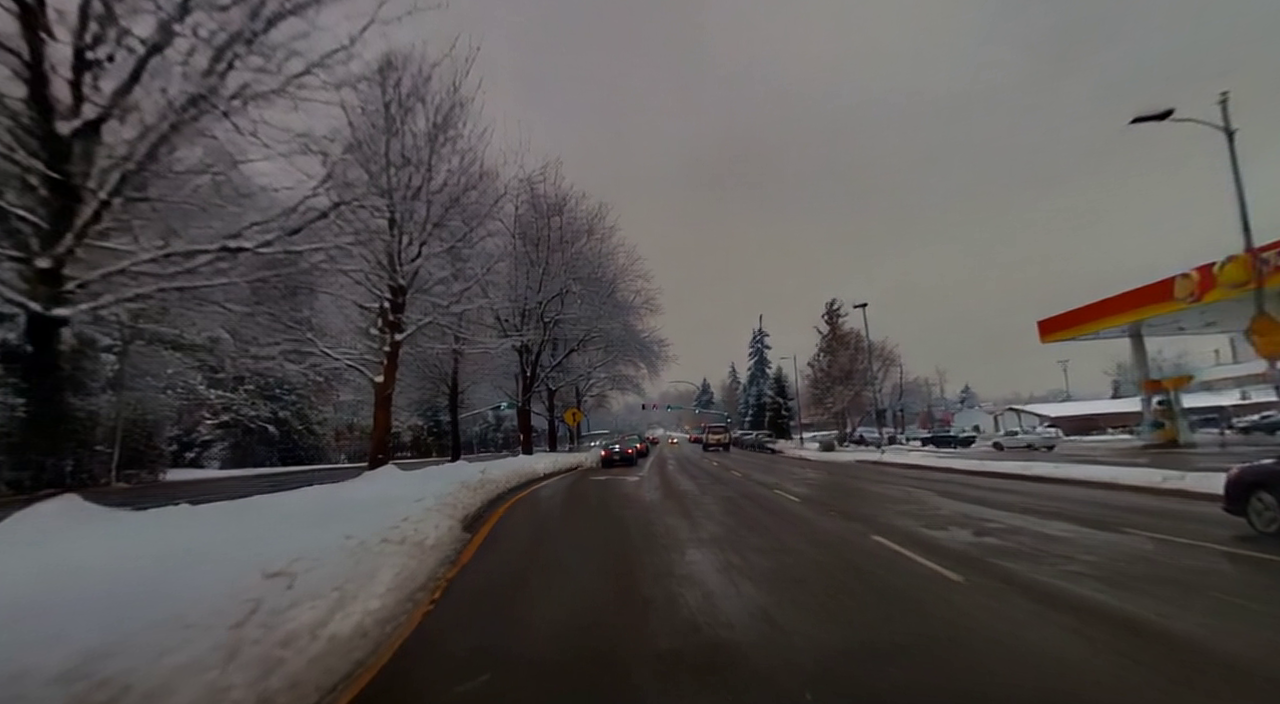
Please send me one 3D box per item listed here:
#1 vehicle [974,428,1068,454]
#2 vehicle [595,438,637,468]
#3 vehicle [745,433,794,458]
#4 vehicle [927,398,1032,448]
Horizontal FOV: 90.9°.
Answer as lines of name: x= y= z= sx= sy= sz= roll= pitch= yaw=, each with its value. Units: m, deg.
vehicle: x=22.856 y=5.412 z=38.002 sx=1.784 sy=1.472 sz=4.532 roll=4 pitch=-10 yaw=-25
vehicle: x=-1.220 y=5.404 z=33.683 sx=2.032 sy=1.461 sz=4.173 roll=0 pitch=-9 yaw=0
vehicle: x=9.218 y=6.729 z=45.273 sx=1.991 sy=1.695 sz=4.357 roll=1 pitch=-9 yaw=-9
vehicle: x=26.146 y=5.535 z=48.505 sx=7.827 sy=3.570 sz=3.121 roll=5 pitch=-9 yaw=-27
